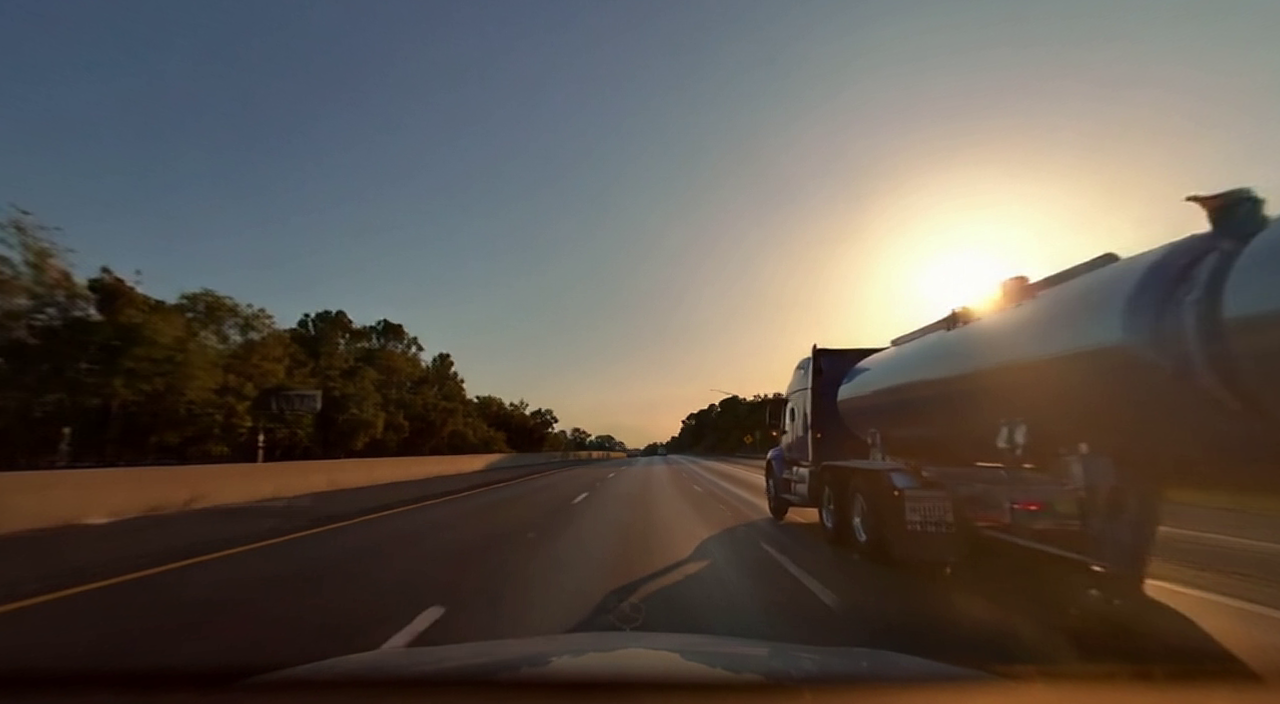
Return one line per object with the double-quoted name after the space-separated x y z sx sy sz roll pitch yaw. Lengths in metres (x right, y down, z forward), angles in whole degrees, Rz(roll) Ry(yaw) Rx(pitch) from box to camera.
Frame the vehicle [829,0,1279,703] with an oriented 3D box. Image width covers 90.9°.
4.134 -0.037 1.610 2.880 3.624 14.397 0 -9 0 "vehicle"
